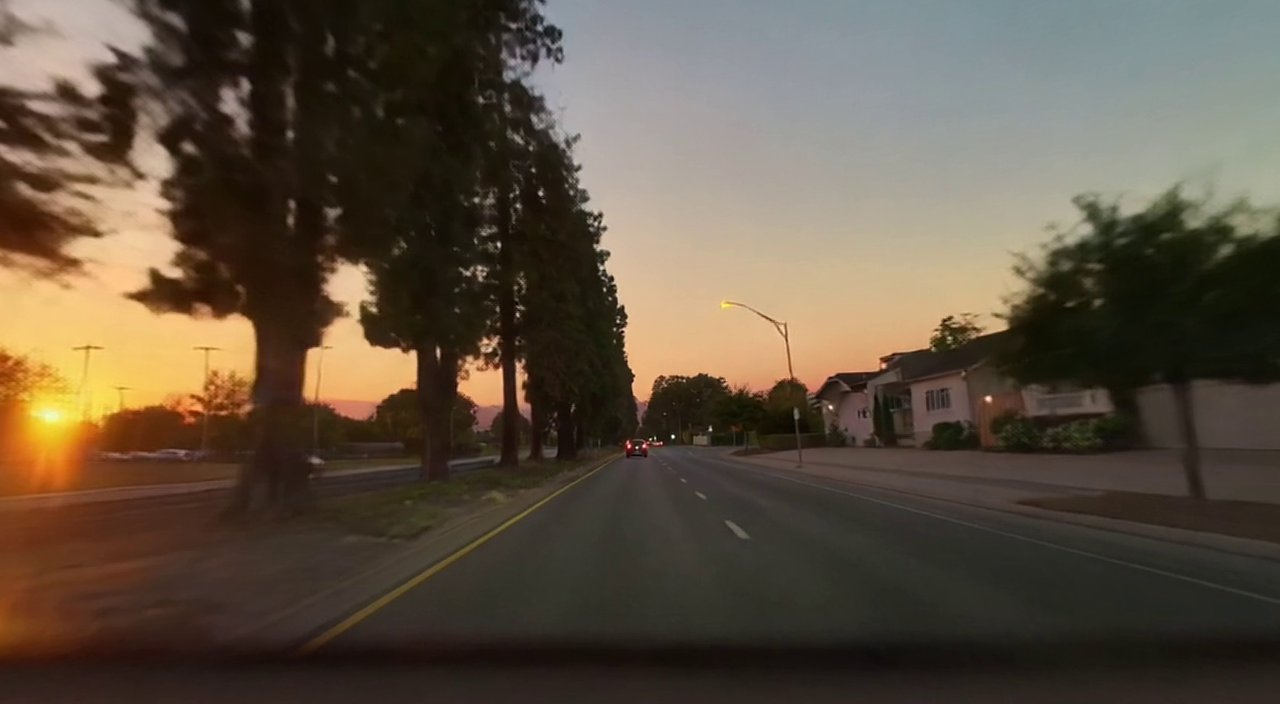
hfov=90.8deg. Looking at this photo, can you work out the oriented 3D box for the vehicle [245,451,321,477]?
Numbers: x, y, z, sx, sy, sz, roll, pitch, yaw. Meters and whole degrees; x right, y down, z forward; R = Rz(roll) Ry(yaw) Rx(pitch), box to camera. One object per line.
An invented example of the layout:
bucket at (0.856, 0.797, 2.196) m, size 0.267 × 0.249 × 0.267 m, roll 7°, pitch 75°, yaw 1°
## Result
vehicle at (-21.749, 6.809, 38.711) m, size 1.968 × 1.467 × 4.567 m, roll 0°, pitch -8°, yaw 1°
